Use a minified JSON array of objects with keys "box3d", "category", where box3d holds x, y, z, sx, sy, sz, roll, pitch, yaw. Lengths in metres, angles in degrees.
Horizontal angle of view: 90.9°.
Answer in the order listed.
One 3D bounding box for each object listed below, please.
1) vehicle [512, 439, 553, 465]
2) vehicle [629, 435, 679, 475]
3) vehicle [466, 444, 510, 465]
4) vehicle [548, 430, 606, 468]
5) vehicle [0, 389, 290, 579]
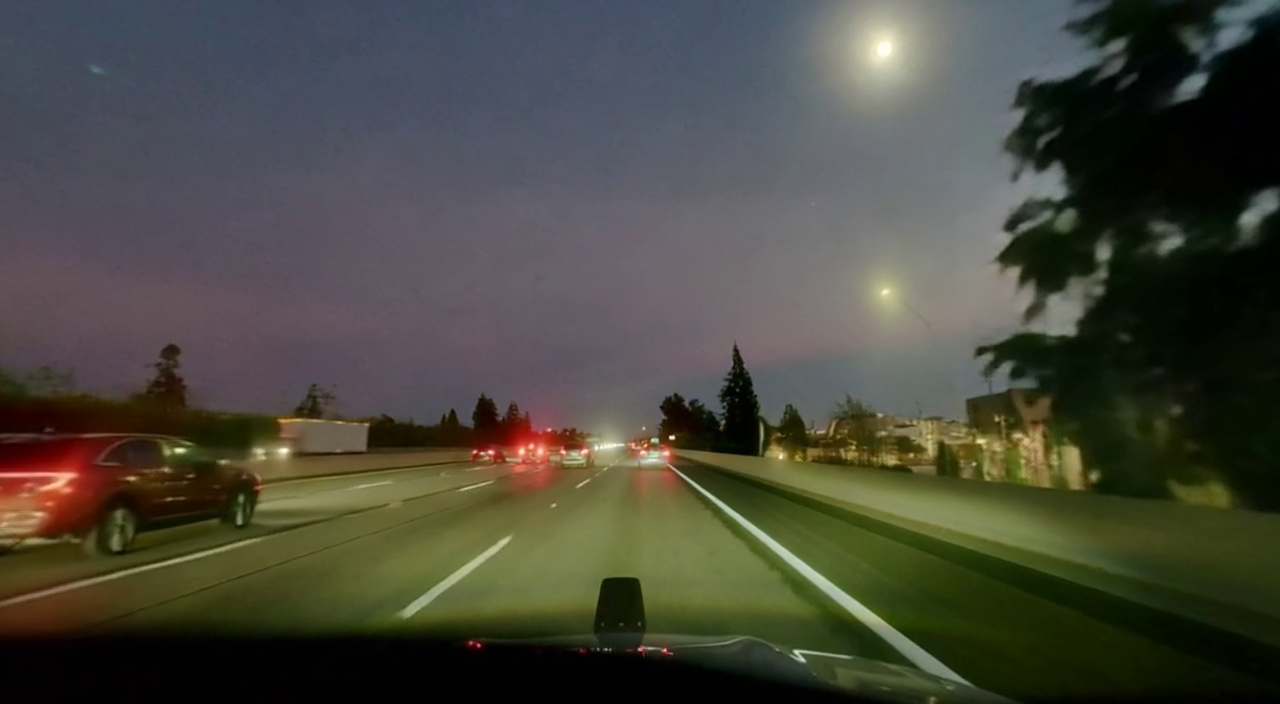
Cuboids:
[{"box3d":[-7.732,7.220,45.904,2.078,1.779,4.610,0,-8,1],"category":"vehicle"},{"box3d":[0.618,4.836,29.864,2.135,1.697,4.757,0,-8,0],"category":"vehicle"},{"box3d":[-11.058,7.455,46.071,1.951,1.491,4.697,0,-8,1],"category":"vehicle"},{"box3d":[-3.636,5.806,37.920,2.751,2.050,5.761,0,-8,1],"category":"vehicle"},{"box3d":[-7.685,1.622,8.359,2.521,1.901,5.988,0,-8,2],"category":"vehicle"}]
